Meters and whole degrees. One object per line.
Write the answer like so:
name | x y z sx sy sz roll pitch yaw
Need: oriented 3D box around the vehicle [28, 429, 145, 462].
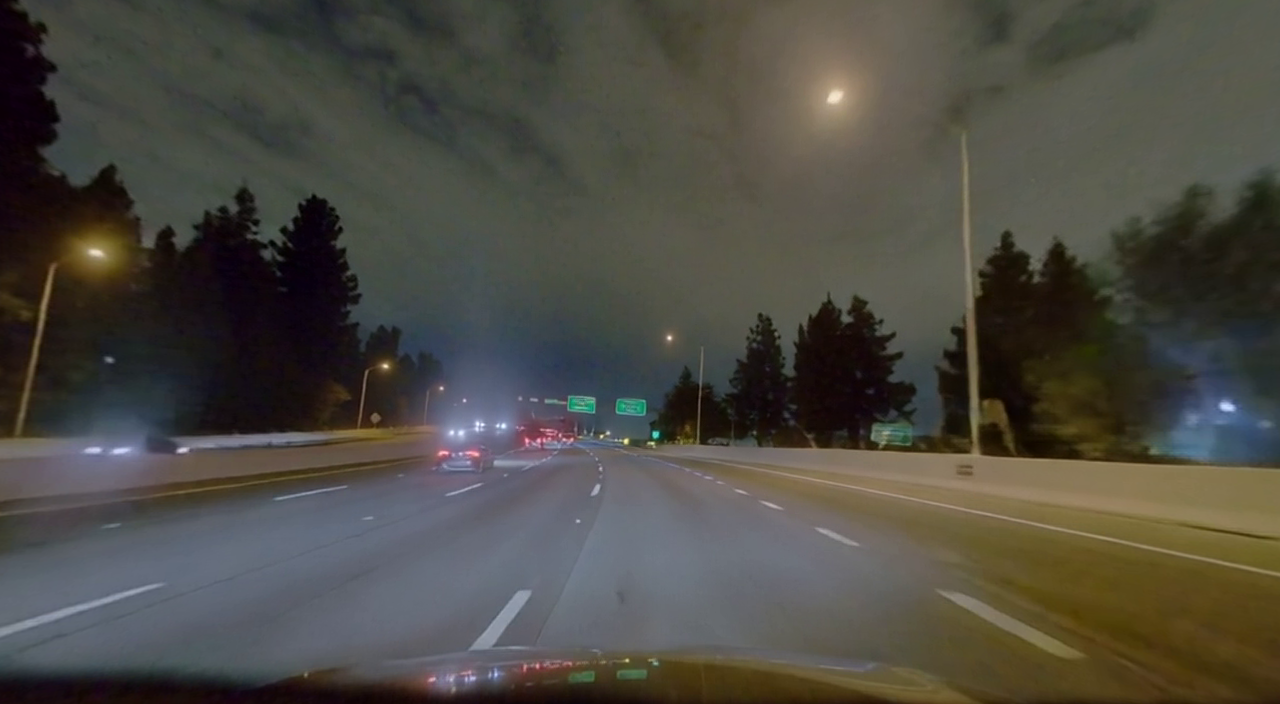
vehicle | -26.803 4.569 30.772 1.857 1.473 4.376 0 -8 -2

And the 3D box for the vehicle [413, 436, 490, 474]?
vehicle | -7.952 4.373 27.113 2.025 1.494 4.495 0 -8 -2
